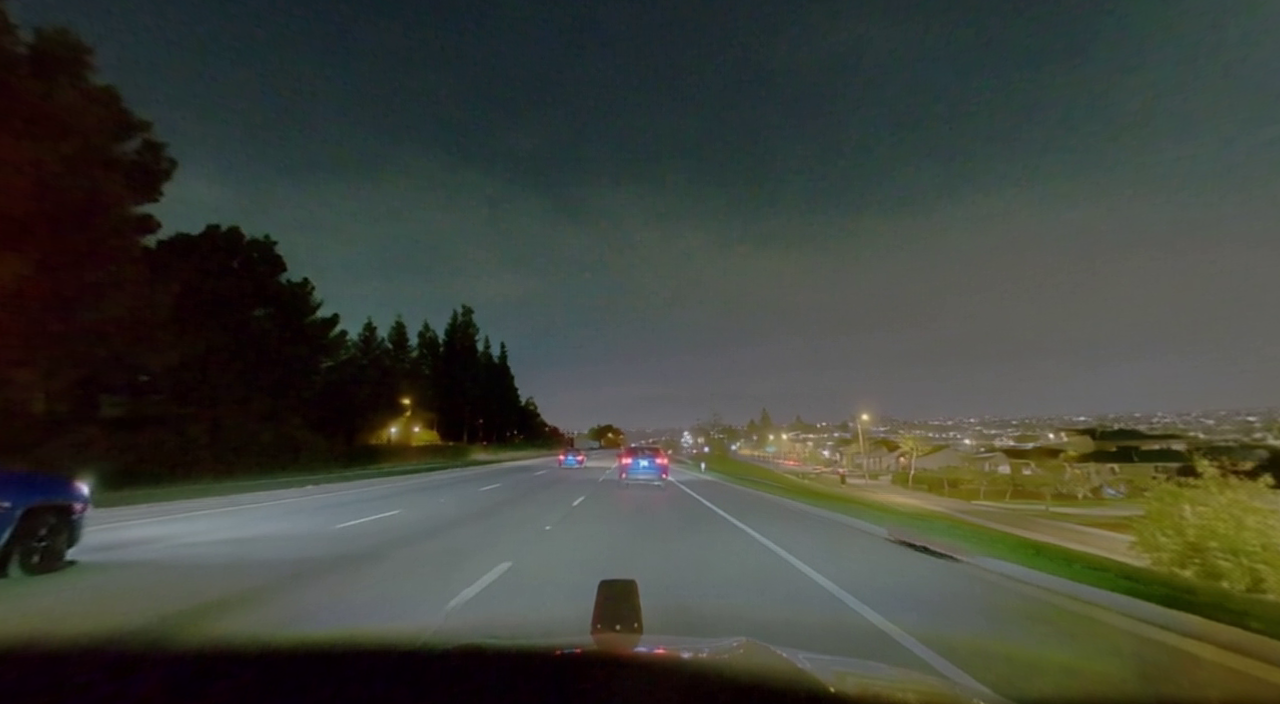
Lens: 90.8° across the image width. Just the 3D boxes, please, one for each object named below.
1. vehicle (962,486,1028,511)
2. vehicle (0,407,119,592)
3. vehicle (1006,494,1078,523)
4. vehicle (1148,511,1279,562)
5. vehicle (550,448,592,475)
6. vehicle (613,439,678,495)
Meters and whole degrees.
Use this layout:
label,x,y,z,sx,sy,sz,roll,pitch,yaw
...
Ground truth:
label,x,y,z,sx,sy,sz,roll,pitch,yaw
vehicle,27.886,11.540,49.817,1.874,1.577,4.877,2,-9,-8
vehicle,-6.794,1.128,4.350,1.997,1.650,5.090,0,-9,1
vehicle,28.525,11.104,44.996,1.845,1.533,4.455,1,-9,-5
vehicle,29.863,9.535,32.976,2.067,1.926,5.010,1,-9,-7
vehicle,-4.231,6.774,39.307,2.123,1.592,4.505,0,-9,0
vehicle,0.188,4.111,22.971,2.125,1.830,4.370,0,-9,1
